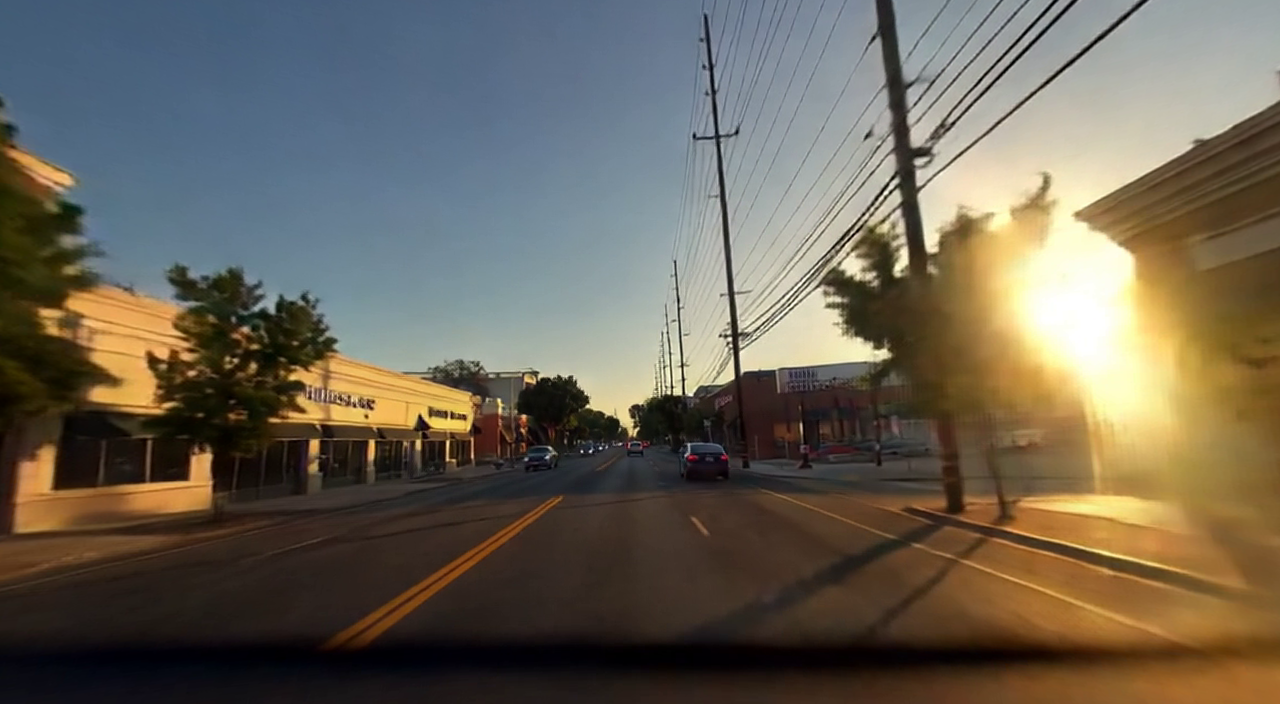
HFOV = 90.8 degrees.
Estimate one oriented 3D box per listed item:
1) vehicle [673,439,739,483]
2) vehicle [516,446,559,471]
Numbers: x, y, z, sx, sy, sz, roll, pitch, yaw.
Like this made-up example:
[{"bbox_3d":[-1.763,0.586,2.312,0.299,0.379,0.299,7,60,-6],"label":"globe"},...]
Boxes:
[{"bbox_3d":[2.360,4.018,23.588,1.975,1.497,3.647,0,-9,-2],"label":"vehicle"},{"bbox_3d":[-6.472,6.769,40.385,2.069,1.490,4.254,0,-9,0],"label":"vehicle"}]
